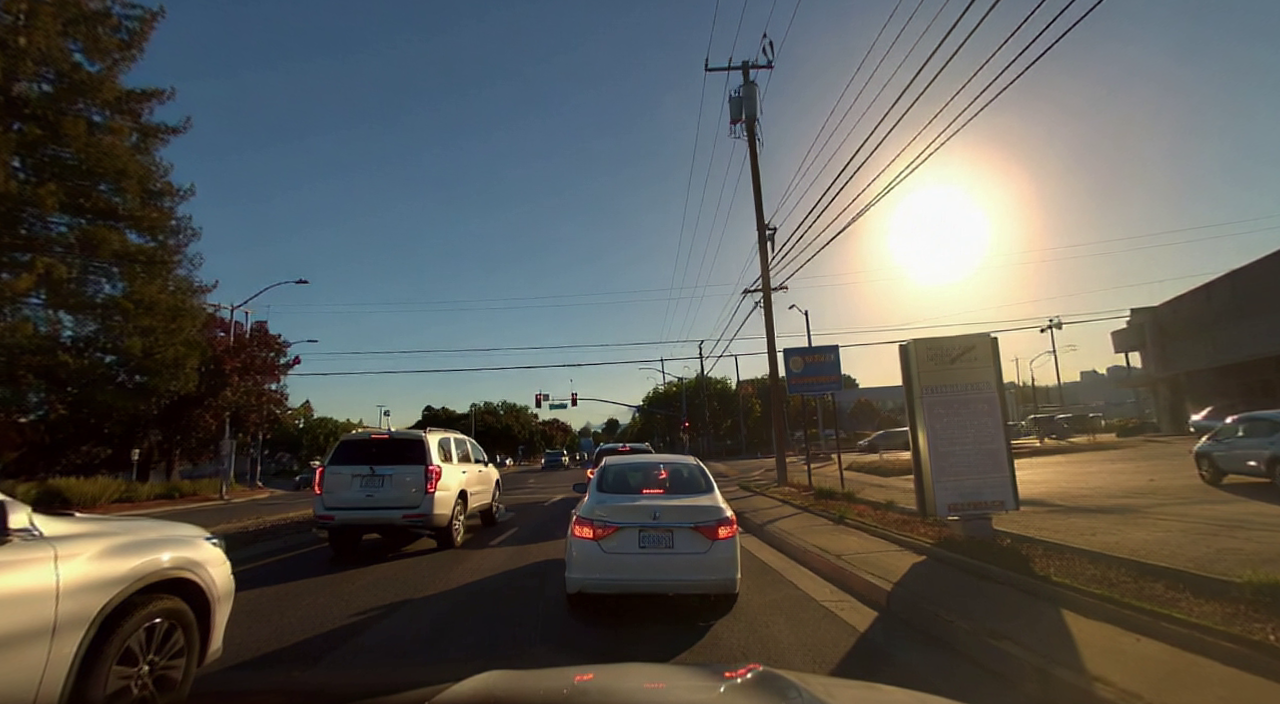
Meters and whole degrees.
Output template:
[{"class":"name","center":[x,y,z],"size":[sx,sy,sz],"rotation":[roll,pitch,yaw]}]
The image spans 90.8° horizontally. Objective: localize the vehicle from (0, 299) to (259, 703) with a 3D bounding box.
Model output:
[{"class":"vehicle","center":[-3.592,0.630,1.530],"size":[2.085,1.943,5.053],"rotation":[0,-8,1]}]

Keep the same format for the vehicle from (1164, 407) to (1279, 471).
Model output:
[{"class":"vehicle","center":[17.023,2.544,18.283],"size":[1.858,1.622,4.491],"rotation":[-5,-10,28]}]

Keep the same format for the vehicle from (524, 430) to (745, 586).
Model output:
[{"class":"vehicle","center":[-0.098,1.803,8.140],"size":[2.121,1.474,3.968],"rotation":[0,-8,-1]}]

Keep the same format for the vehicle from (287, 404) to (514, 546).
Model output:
[{"class":"vehicle","center":[-3.849,2.088,11.370],"size":[2.147,1.963,4.927],"rotation":[0,-8,0]}]

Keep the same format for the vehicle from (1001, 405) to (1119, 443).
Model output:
[{"class":"vehicle","center":[26.832,4.643,40.508],"size":[5.782,2.286,2.223],"rotation":[-1,-9,4]}]
